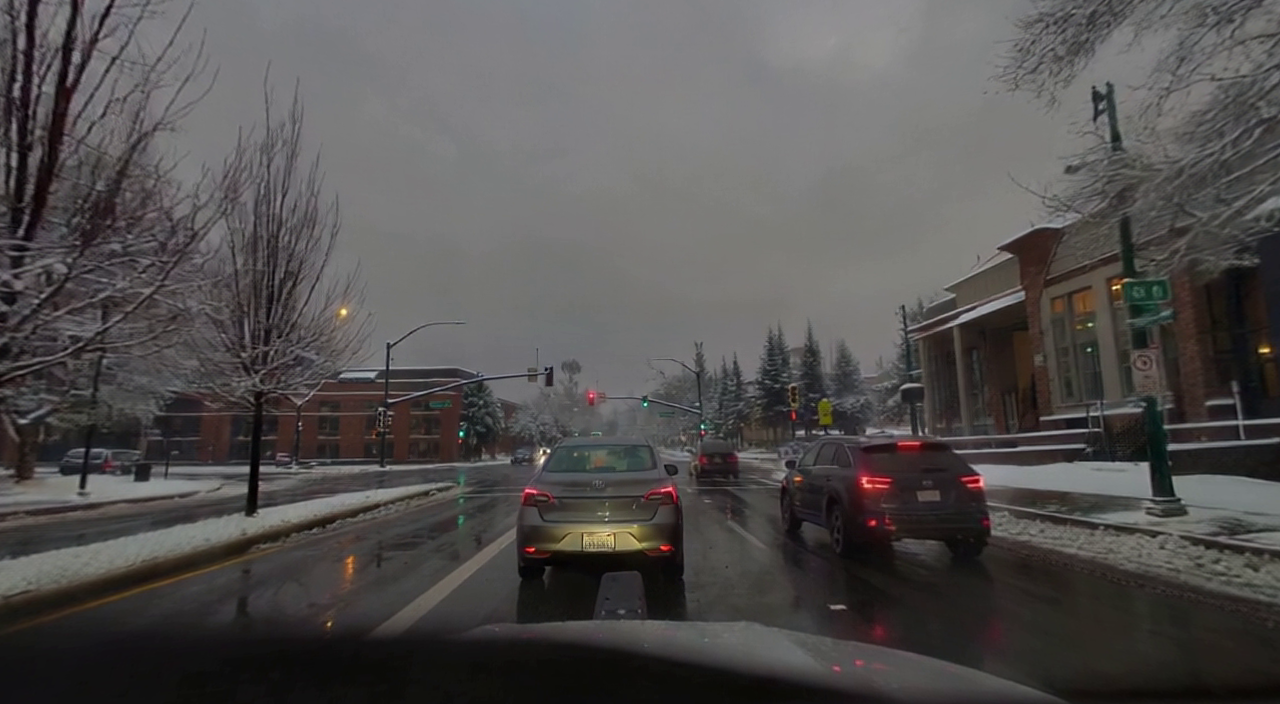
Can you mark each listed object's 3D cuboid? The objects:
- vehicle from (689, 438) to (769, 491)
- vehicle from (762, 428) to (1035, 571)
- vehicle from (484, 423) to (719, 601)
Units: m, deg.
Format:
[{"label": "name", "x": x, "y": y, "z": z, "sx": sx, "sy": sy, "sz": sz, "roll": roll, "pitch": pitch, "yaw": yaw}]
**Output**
[{"label": "vehicle", "x": 2.864, "y": 3.713, "z": 21.194, "sx": 1.874, "sy": 1.556, "sz": 4.116, "roll": 0, "pitch": -9, "yaw": -3}, {"label": "vehicle", "x": 3.139, "y": 1.873, "z": 8.829, "sx": 1.910, "sy": 1.474, "sz": 4.263, "roll": 0, "pitch": -9, "yaw": -1}, {"label": "vehicle", "x": -0.355, "y": 1.637, "z": 7.237, "sx": 2.006, "sy": 1.487, "sz": 3.535, "roll": 0, "pitch": -9, "yaw": -1}]
